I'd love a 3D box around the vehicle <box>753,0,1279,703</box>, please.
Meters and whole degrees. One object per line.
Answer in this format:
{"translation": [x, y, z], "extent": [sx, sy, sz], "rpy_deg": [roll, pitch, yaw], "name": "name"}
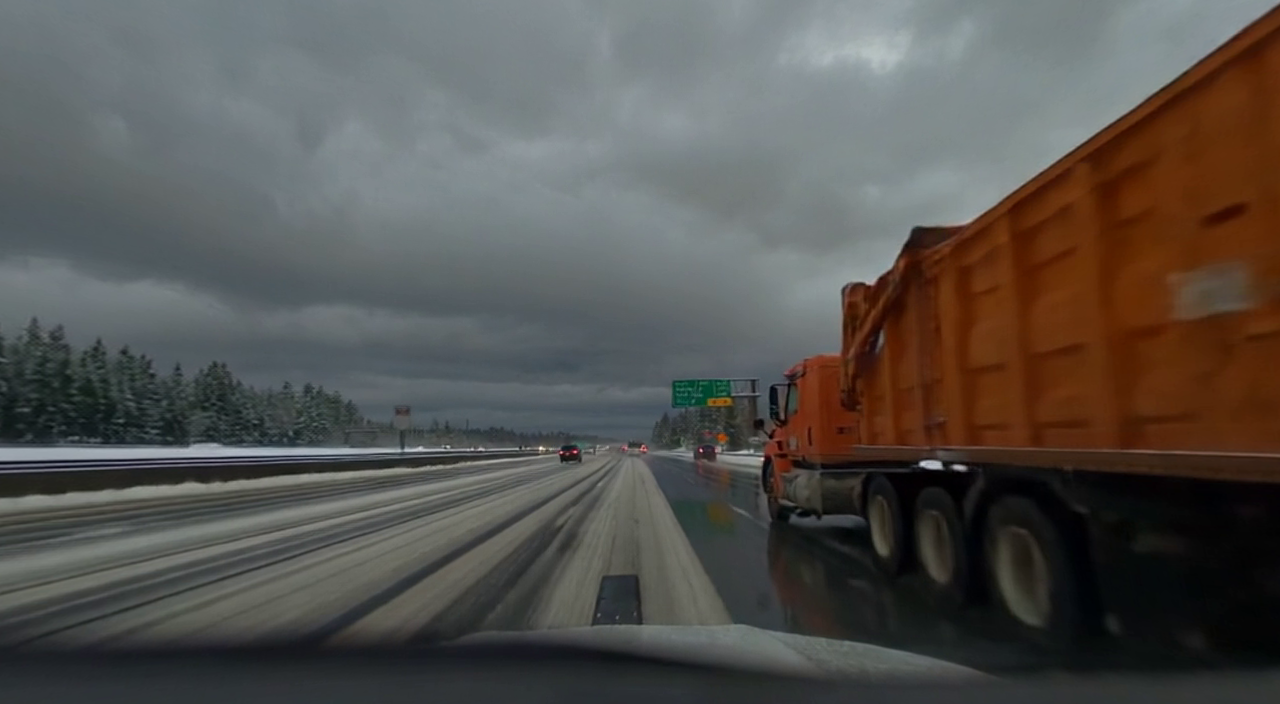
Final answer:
{"translation": [3.721, 0.626, 6.864], "extent": [2.966, 3.586, 10.563], "rpy_deg": [0, -9, 0], "name": "vehicle"}
